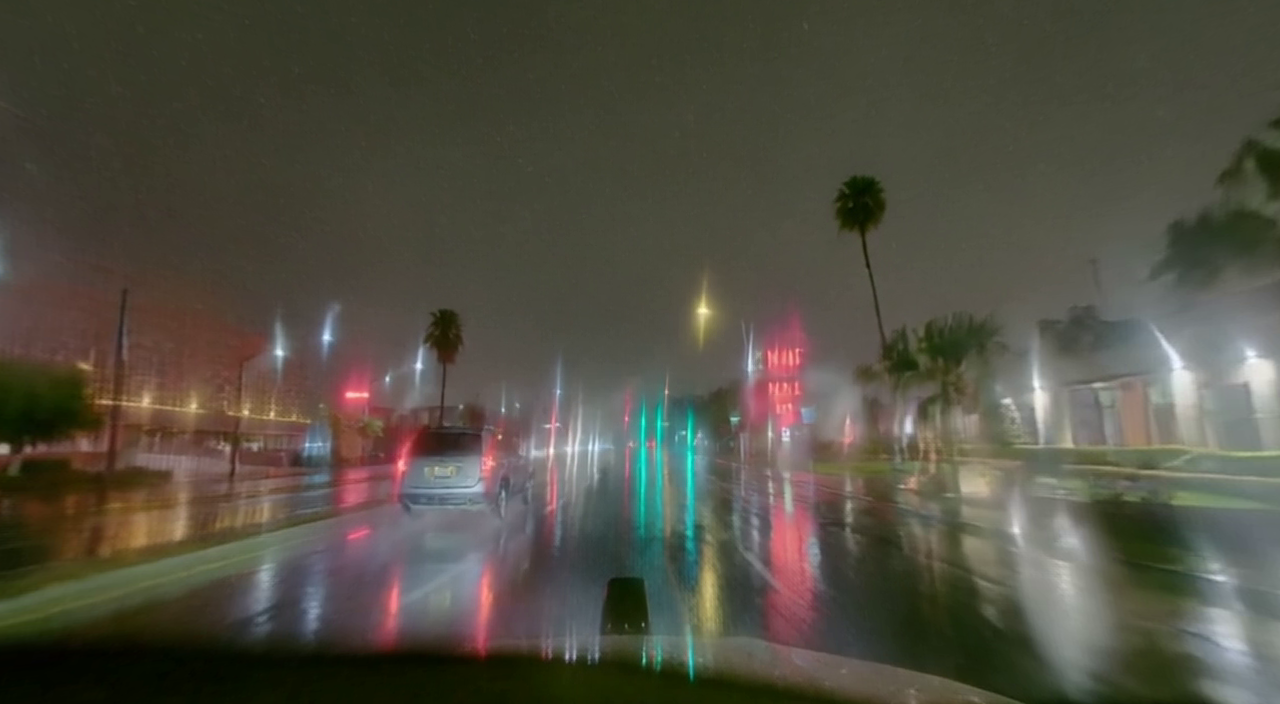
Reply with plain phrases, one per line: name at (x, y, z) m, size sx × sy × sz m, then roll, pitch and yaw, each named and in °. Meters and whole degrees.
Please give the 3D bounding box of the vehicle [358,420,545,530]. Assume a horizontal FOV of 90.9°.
vehicle at (-3.295, 2.245, 12.183) m, size 2.062 × 1.693 × 4.669 m, roll 0°, pitch -8°, yaw 1°
